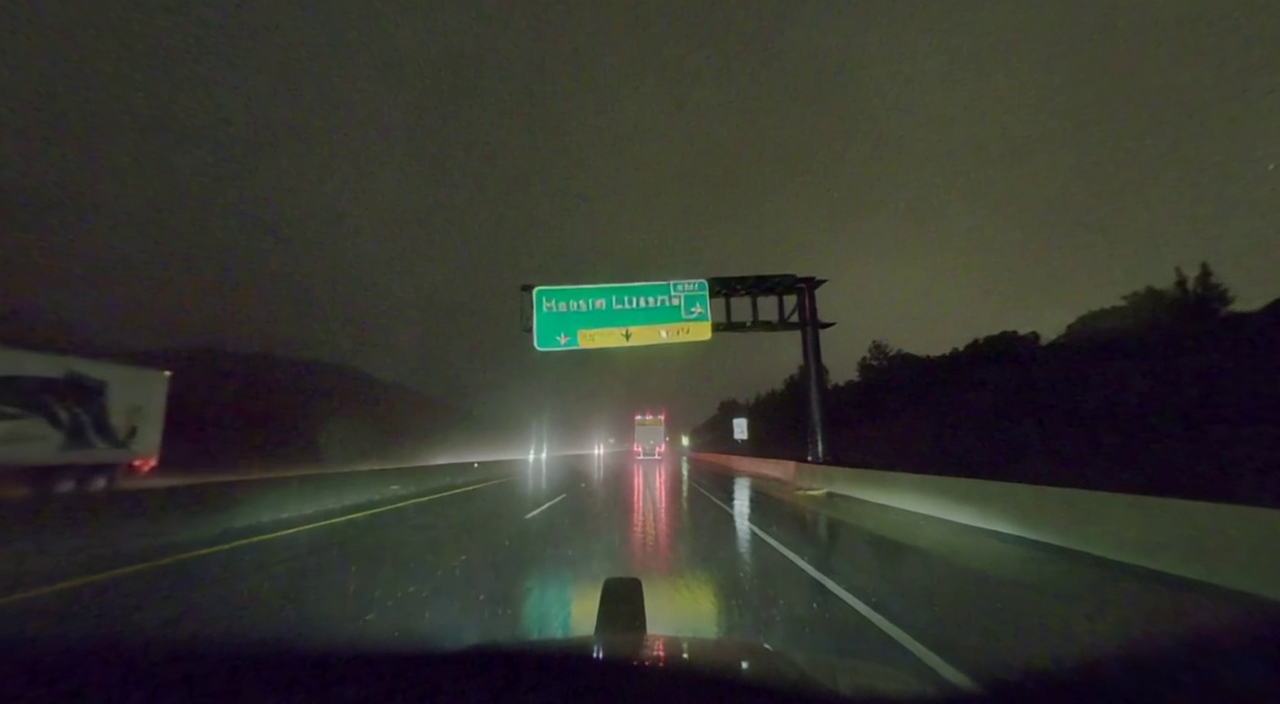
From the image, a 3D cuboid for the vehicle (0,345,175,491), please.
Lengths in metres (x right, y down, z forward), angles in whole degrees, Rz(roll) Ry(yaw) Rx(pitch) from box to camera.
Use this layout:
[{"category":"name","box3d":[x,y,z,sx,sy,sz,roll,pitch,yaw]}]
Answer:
[{"category":"vehicle","box3d":[-18.018,1.852,17.319,3.010,3.718,9.772,0,-8,0]}]
